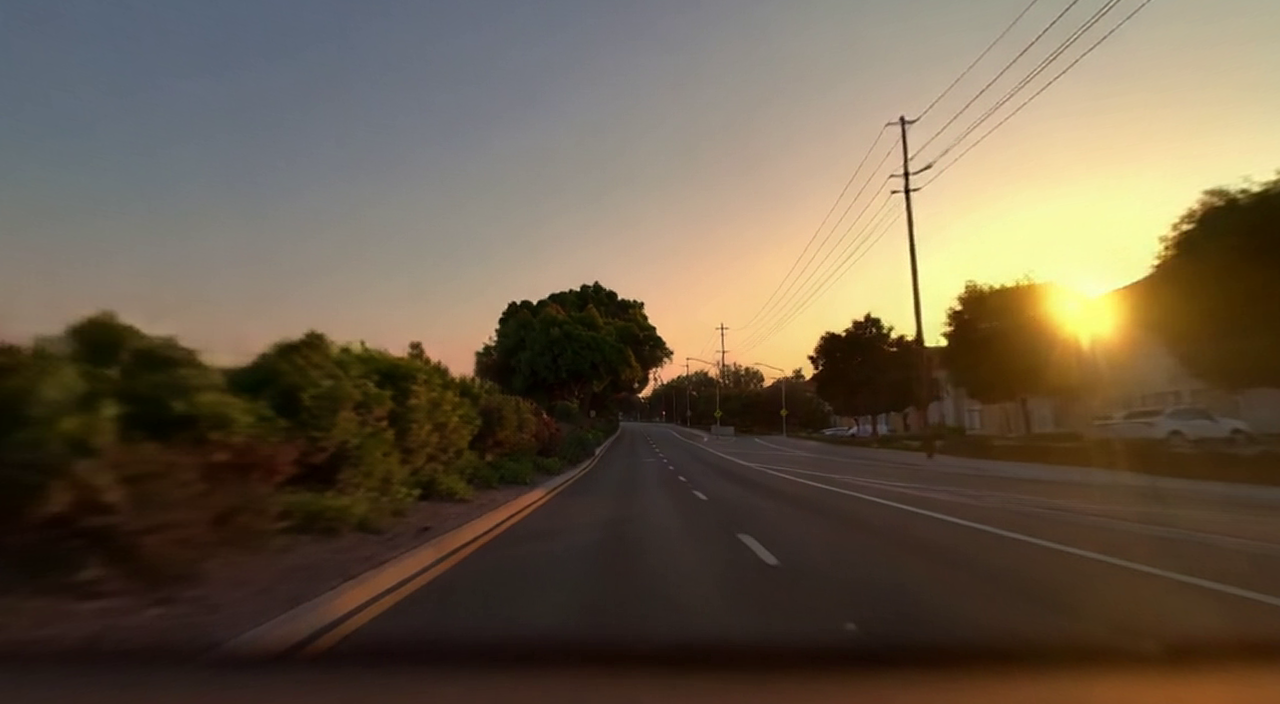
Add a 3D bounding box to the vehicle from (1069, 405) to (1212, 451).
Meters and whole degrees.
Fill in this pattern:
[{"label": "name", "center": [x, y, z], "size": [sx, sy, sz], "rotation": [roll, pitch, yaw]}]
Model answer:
[{"label": "vehicle", "center": [23.135, 3.611, 29.579], "size": [2.206, 1.947, 5.463], "rotation": [0, -8, 0]}]
